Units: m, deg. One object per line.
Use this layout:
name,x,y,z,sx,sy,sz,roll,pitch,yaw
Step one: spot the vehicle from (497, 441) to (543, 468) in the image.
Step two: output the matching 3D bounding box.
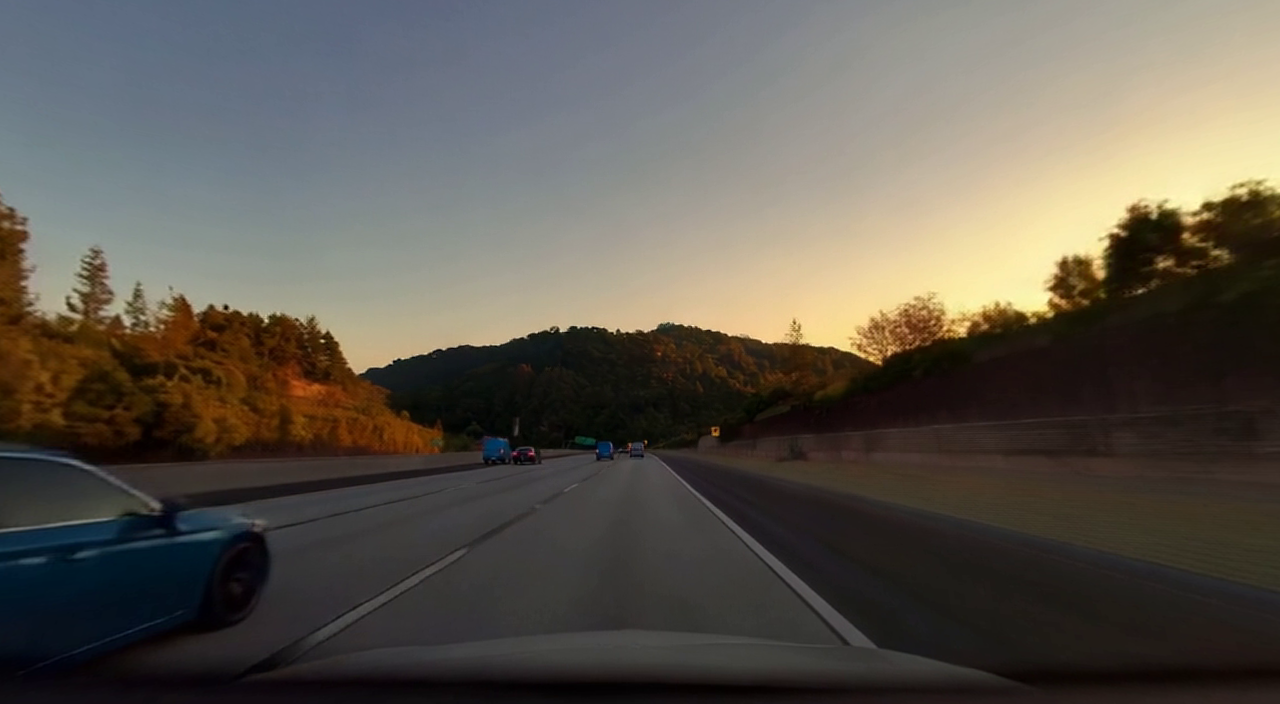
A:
vehicle,-7.423,6.389,39.449,2.014,1.598,4.015,0,-8,1

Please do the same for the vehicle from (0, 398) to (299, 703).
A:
vehicle,-3.511,0.876,1.948,2.081,1.514,4.943,0,-8,1
